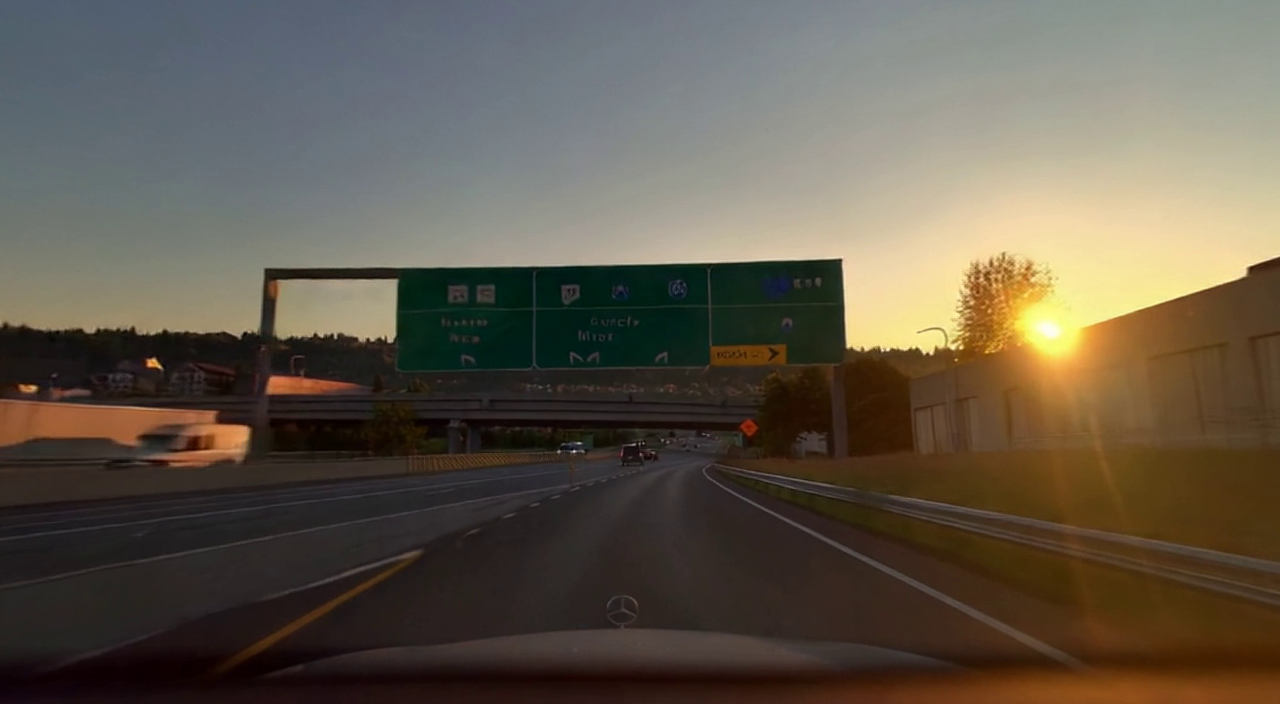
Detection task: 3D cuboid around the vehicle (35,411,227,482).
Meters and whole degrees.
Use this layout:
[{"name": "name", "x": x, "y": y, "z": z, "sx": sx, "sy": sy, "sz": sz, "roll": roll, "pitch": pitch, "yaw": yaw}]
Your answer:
[{"name": "vehicle", "x": -24.404, "y": 4.665, "z": 30.880, "sx": 2.744, "sy": 3.031, "sz": 7.113, "roll": -1, "pitch": -9, "yaw": 8}]
